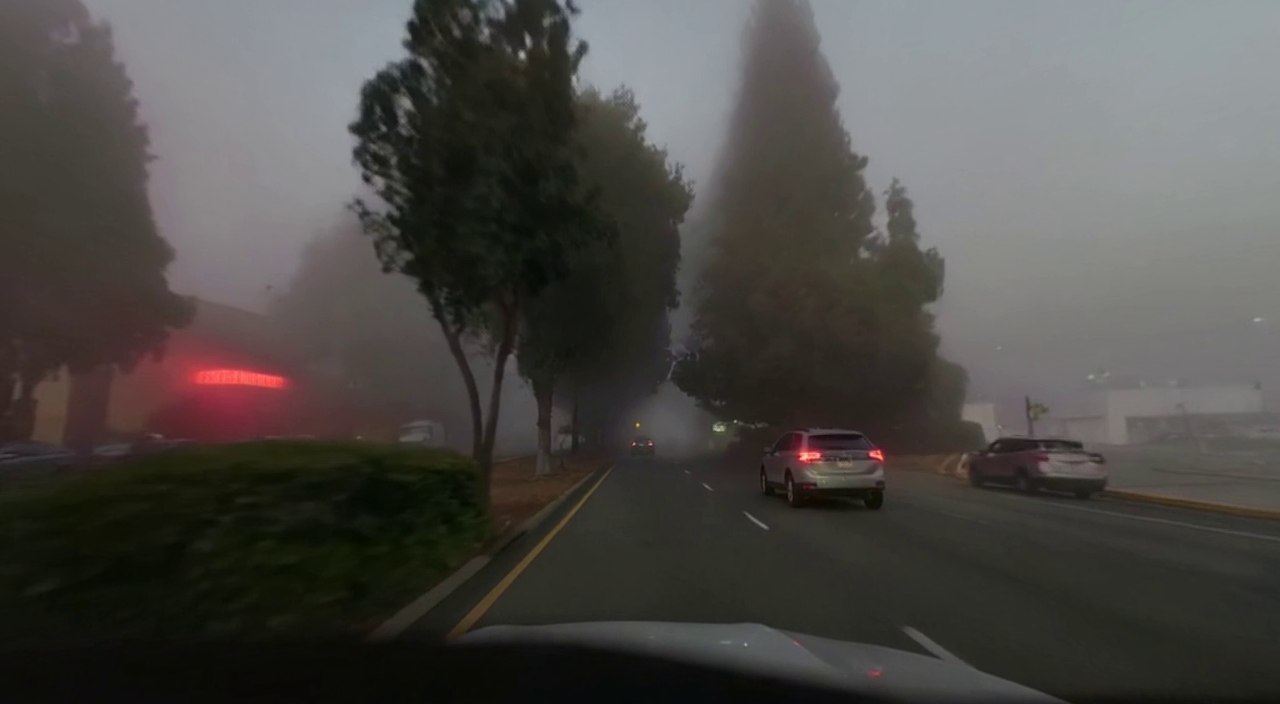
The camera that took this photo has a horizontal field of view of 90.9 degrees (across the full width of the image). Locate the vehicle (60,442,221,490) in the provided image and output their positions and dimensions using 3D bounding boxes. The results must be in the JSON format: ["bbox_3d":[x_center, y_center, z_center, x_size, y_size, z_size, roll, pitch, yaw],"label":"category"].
[{"bbox_3d":[-19.116,4.343,24.560,2.015,1.647,5.085,-1,-8,2],"label":"vehicle"}]

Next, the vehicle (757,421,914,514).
[{"bbox_3d":[3.922,2.392,13.461,2.072,1.669,3.836,0,-8,0],"label":"vehicle"}]

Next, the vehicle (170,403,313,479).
[{"bbox_3d":[-19.182,4.377,30.900,2.811,3.326,6.083,0,-8,1],"label":"vehicle"}]

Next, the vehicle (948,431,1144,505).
[{"bbox_3d":[10.475,3.015,16.855,2.078,1.668,4.654,0,-8,0],"label":"vehicle"}]
